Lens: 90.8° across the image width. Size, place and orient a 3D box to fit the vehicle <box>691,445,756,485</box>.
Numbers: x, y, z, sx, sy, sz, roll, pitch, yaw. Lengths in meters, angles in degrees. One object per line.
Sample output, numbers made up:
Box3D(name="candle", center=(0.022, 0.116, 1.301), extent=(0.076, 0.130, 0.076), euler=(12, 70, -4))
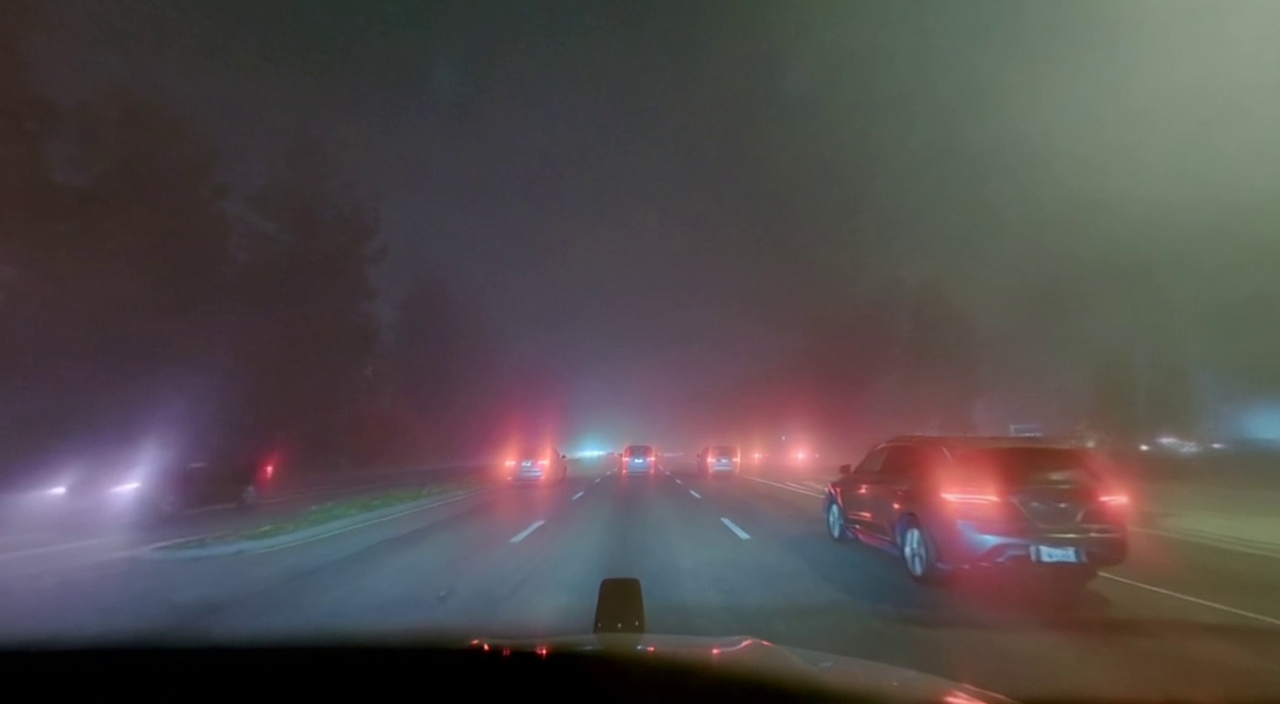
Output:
Box3D(name="vehicle", center=(3.384, 4.672, 26.418), extent=(2.068, 1.541, 4.041), euler=(0, -9, -1))

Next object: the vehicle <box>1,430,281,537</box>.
Box3D(name="vehicle", center=(-9.501, 2.508, 12.677), extent=(2.045, 1.730, 4.375), euler=(0, -9, -1))

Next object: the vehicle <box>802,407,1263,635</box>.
Box3D(name="vehicle", center=(3.472, 1.592, 7.027), extent=(2.069, 1.644, 4.714), euler=(0, -9, 0))

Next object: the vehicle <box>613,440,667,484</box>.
Box3D(name="vehicle", center=(-0.041, 4.725, 27.342), extent=(2.150, 1.725, 4.096), euler=(0, -9, -1))

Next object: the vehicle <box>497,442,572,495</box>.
Box3D(name="vehicle", center=(-3.427, 3.875, 21.327), extent=(1.823, 1.602, 4.061), euler=(0, -9, 0))
